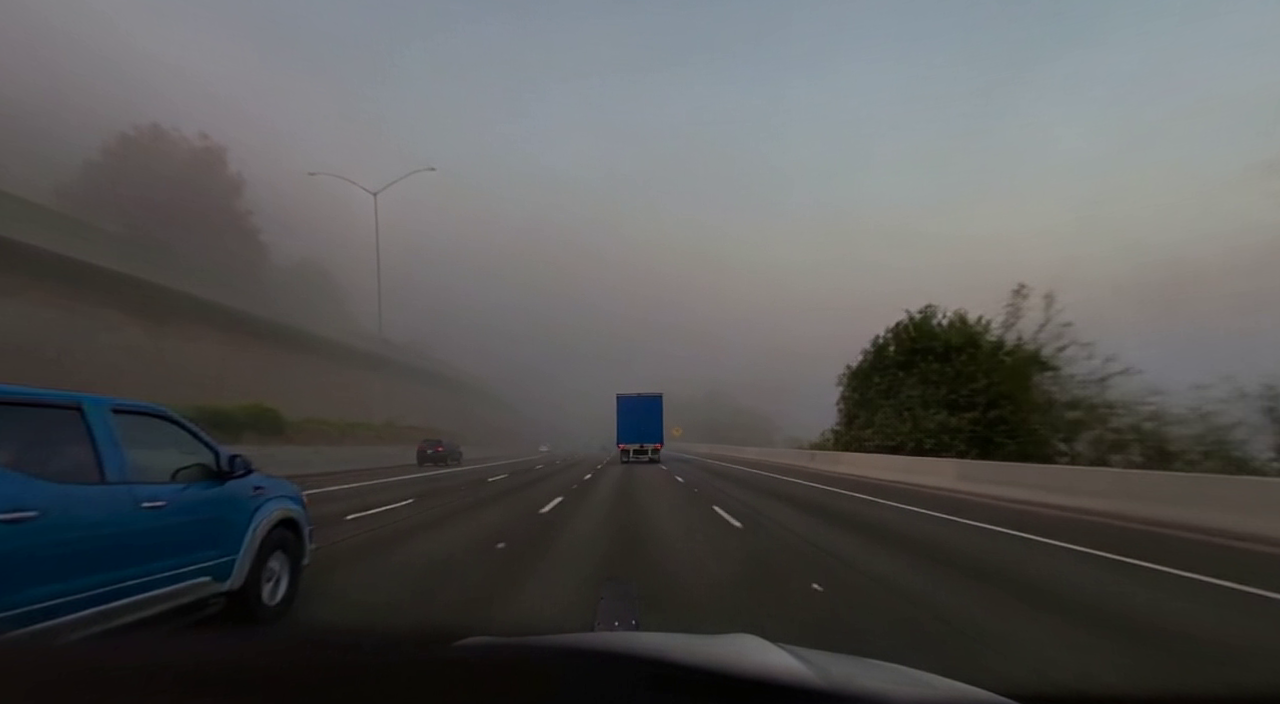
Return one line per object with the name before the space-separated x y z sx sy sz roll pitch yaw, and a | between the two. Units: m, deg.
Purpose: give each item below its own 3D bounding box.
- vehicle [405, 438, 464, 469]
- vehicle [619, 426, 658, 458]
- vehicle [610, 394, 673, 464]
vehicle | -11.426 5.645 35.388 1.919 1.625 4.183 0 -8 -1
vehicle | -0.135 5.159 36.094 2.052 1.666 4.358 0 -8 -2
vehicle | -0.204 4.963 39.328 3.233 3.678 11.032 0 -9 -3
